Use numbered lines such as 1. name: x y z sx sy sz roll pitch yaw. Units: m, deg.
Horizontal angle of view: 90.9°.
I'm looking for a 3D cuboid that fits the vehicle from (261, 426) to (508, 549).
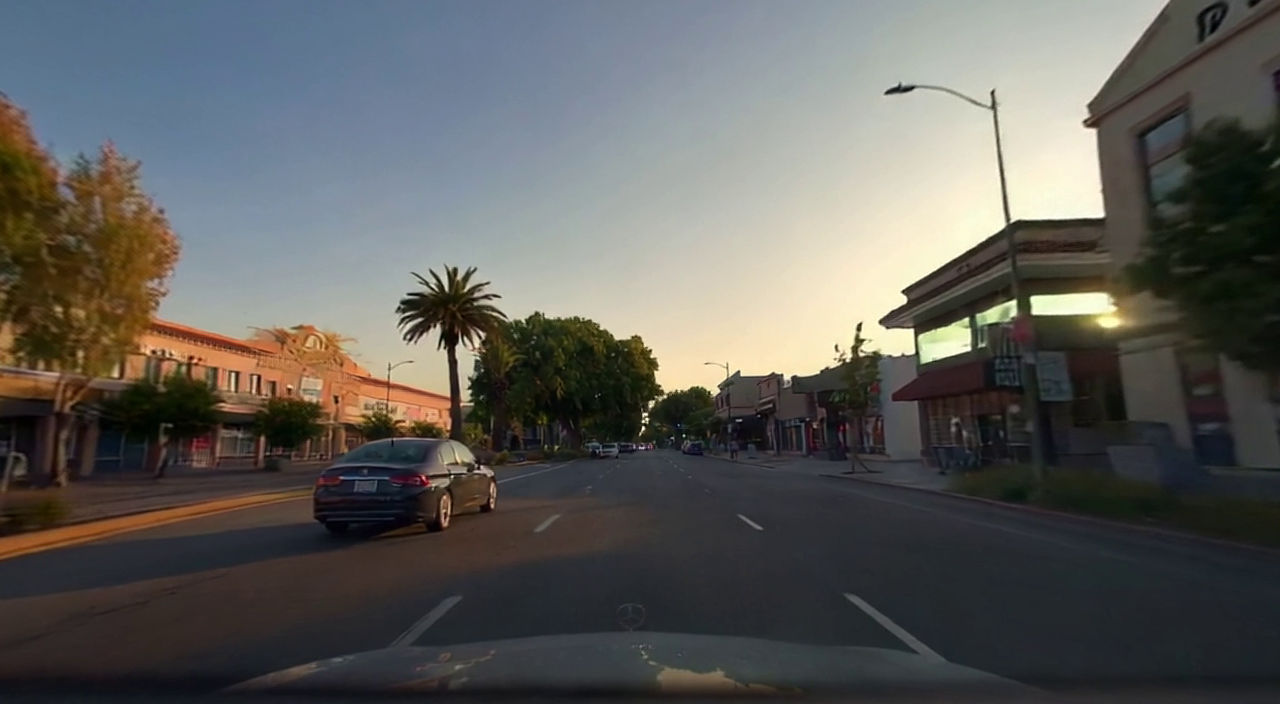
1. vehicle: -3.655 2.021 10.110 2.032 1.511 4.424 0 -8 1
